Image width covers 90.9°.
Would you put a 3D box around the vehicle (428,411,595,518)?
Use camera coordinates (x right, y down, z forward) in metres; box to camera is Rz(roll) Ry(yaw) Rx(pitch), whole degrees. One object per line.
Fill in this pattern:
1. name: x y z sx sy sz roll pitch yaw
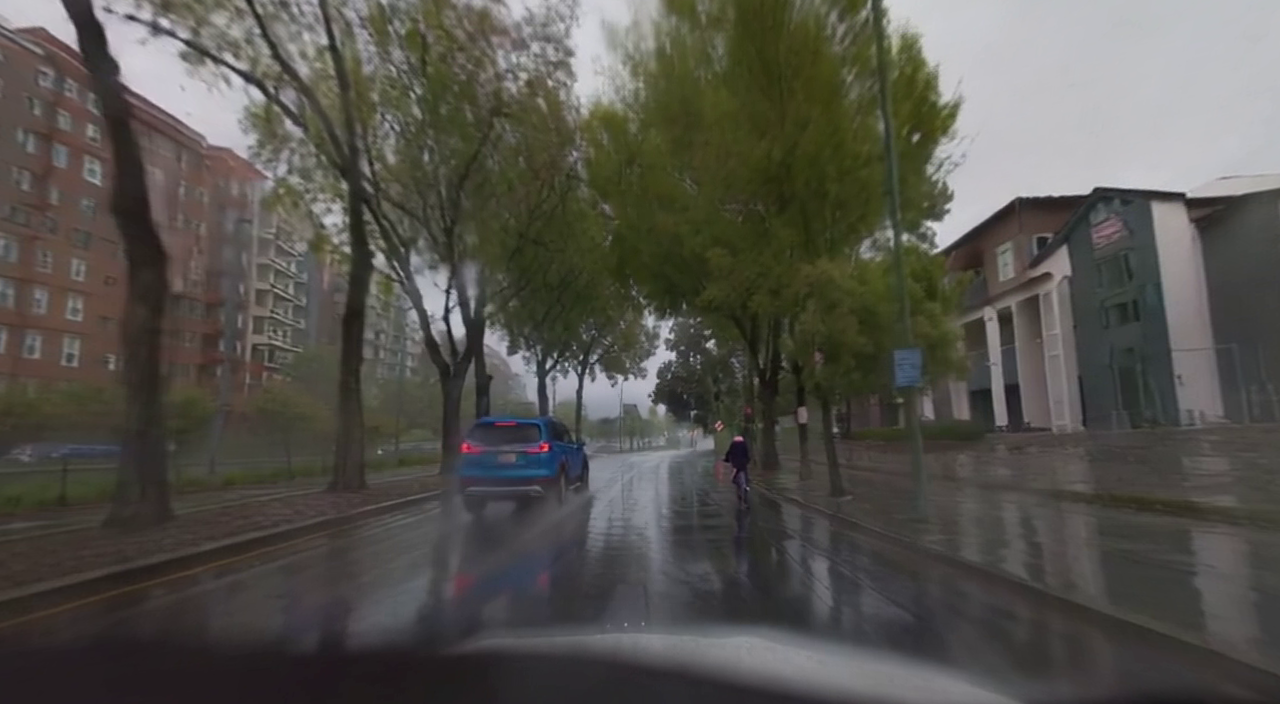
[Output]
1. vehicle: -2.442 2.368 13.684 2.294 1.859 5.127 -1 -9 3
